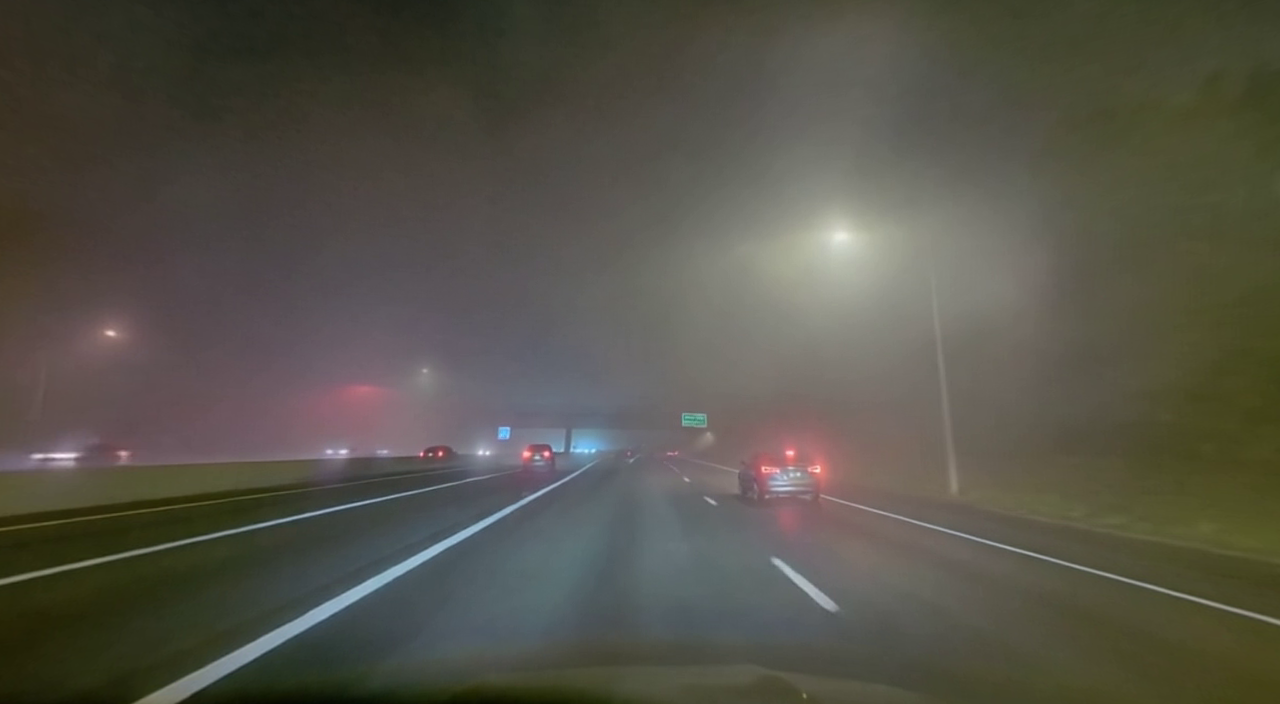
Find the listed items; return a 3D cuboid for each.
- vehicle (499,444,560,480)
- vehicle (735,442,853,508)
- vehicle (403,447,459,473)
[{"bbox_3d":[-5.121,5.154,29.776,2.072,1.545,4.687,0,-9,-1],"label":"vehicle"},{"bbox_3d":[3.951,3.237,17.039,2.079,1.535,4.316,0,-9,0],"label":"vehicle"},{"bbox_3d":[-12.947,6.688,39.387,1.919,1.497,4.765,0,-9,-1],"label":"vehicle"}]
